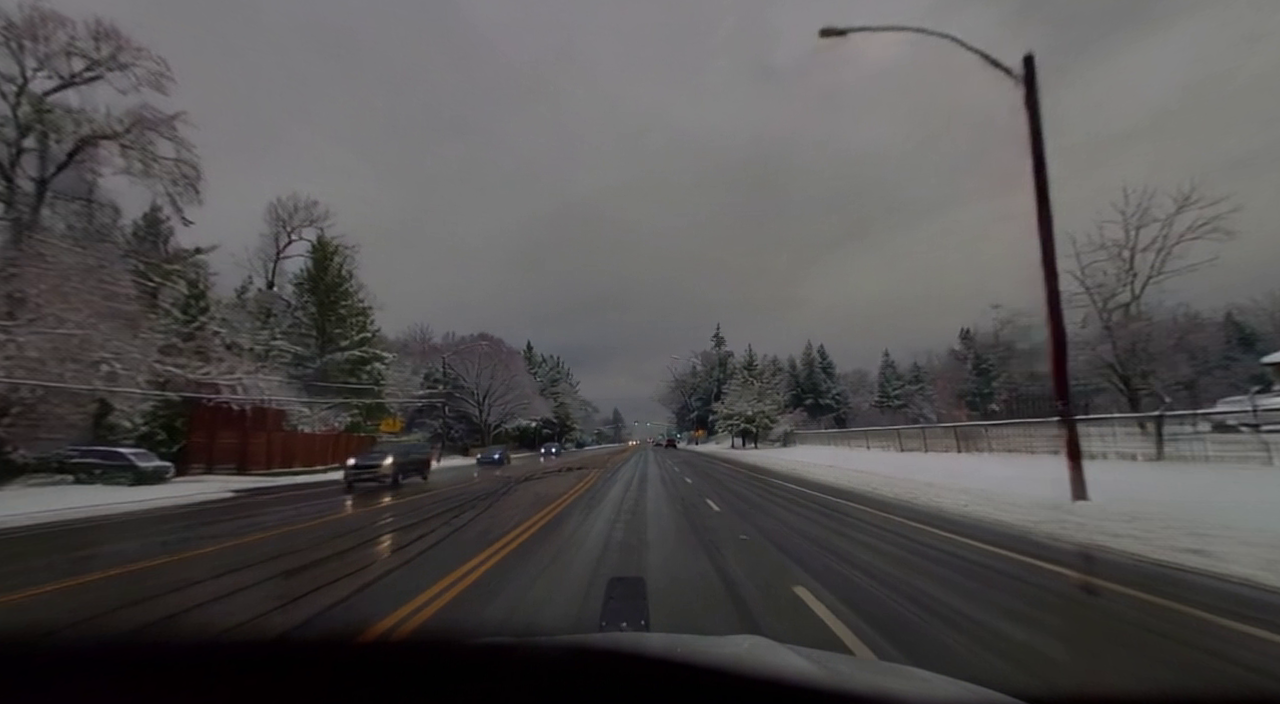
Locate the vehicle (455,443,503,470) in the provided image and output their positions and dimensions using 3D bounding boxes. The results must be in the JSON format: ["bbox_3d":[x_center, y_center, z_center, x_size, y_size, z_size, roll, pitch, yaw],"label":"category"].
[{"bbox_3d":[-10.211,6.635,40.336,1.913,1.641,4.243,0,-8,1],"label":"vehicle"}]

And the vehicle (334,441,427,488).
[{"bbox_3d":[-10.090,4.363,24.877,1.962,1.680,3.925,0,-8,1],"label":"vehicle"}]
